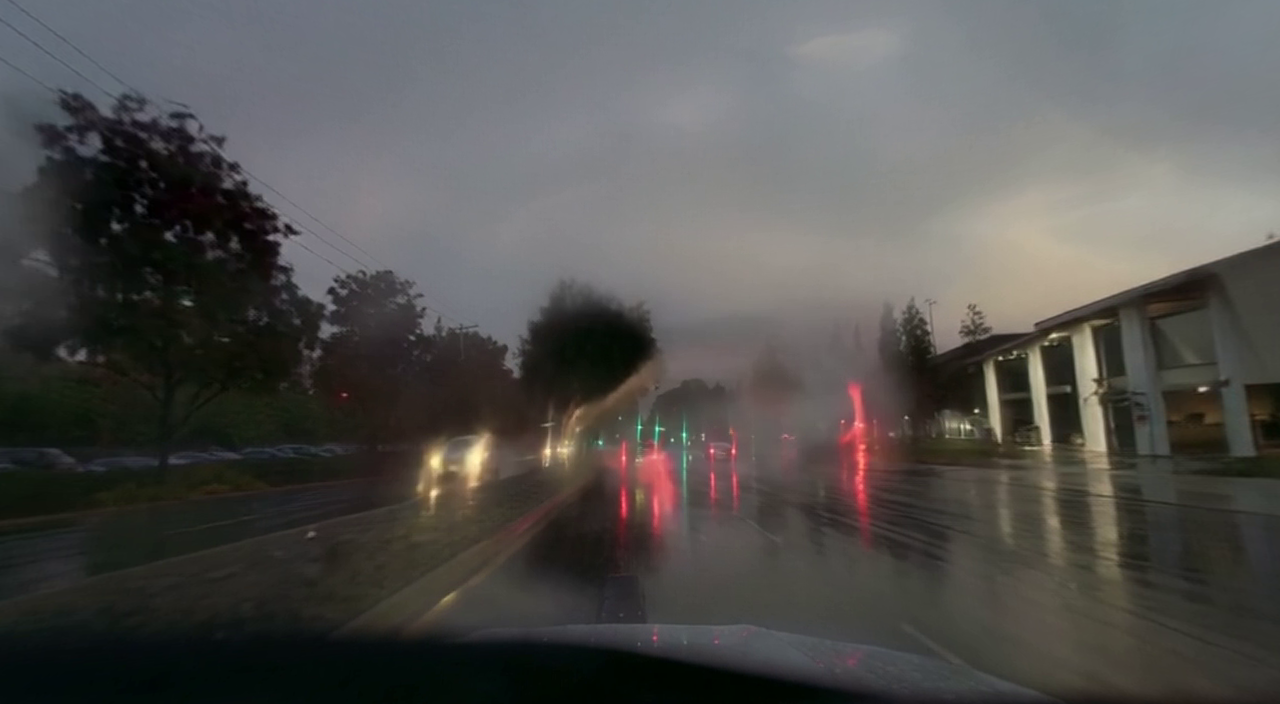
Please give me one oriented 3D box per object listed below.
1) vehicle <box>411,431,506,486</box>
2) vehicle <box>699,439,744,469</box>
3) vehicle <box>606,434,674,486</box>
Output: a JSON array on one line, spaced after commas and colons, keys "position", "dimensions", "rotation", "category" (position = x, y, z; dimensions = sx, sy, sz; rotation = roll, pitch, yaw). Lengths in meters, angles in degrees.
[{"position": [-6.575, 3.926, 23.488], "dimensions": [2.174, 1.802, 4.591], "rotation": [0, -9, 0], "category": "vehicle"}, {"position": [4.731, 5.976, 37.198], "dimensions": [1.987, 1.613, 4.081], "rotation": [0, -9, -1], "category": "vehicle"}, {"position": [0.021, 3.759, 22.301], "dimensions": [2.181, 1.639, 4.127], "rotation": [0, -9, 0], "category": "vehicle"}]
